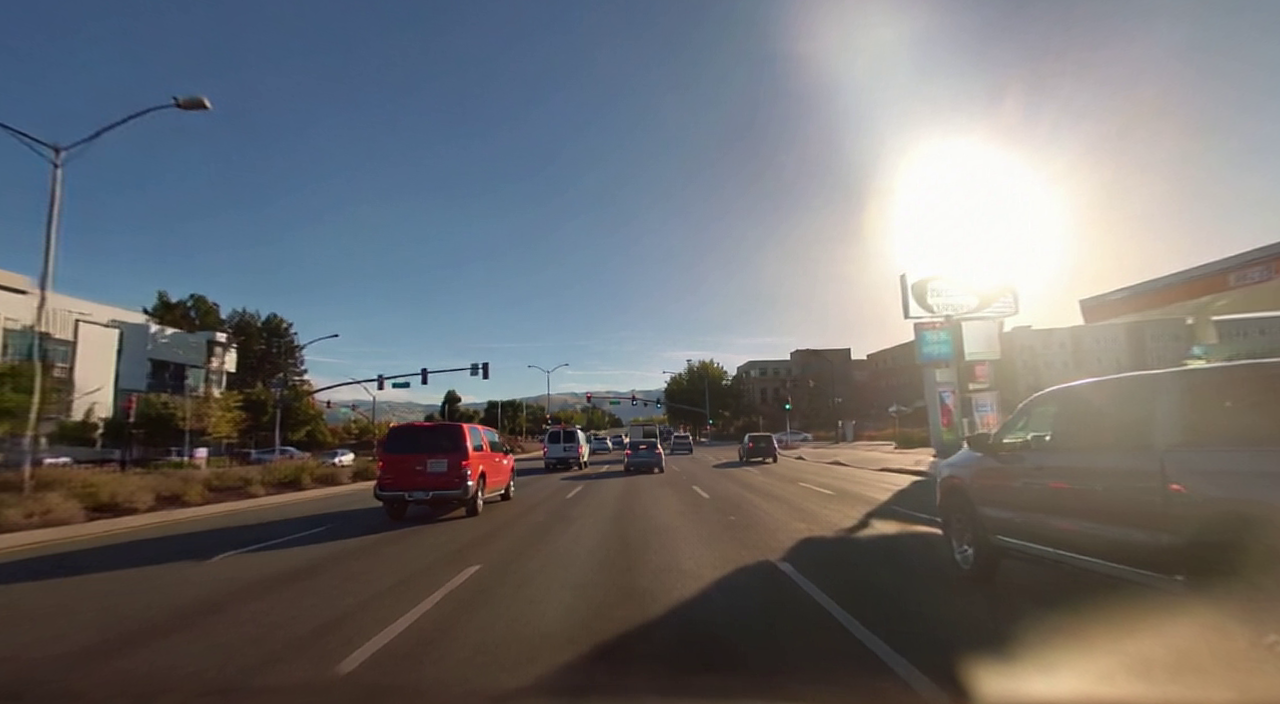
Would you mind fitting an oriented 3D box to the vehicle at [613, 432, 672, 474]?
[{"bbox_3d":[0.083,4.571,28.771,2.426,1.703,5.602,0,-8,0],"label":"vehicle"}]

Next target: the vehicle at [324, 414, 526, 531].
[{"bbox_3d":[-3.697,2.174,12.037,2.002,1.747,5.173,0,-8,0],"label":"vehicle"}]

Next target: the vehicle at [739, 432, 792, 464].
[{"bbox_3d":[7.137,5.501,36.208,2.119,1.696,4.623,0,-8,0],"label":"vehicle"}]

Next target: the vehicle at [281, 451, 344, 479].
[{"bbox_3d":[-20.714,7.152,39.970,2.324,1.551,4.965,2,-8,-13],"label":"vehicle"}]

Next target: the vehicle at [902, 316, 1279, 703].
[{"bbox_3d":[3.738,0.937,3.971,2.055,1.786,4.817,0,-8,0],"label":"vehicle"}]

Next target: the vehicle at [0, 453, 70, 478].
[{"bbox_3d":[-46.668,8.550,47.496,4.918,1.754,2.120,0,-8,0],"label":"vehicle"}]

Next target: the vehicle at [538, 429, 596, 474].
[{"bbox_3d":[-3.314,4.631,29.524,2.025,1.936,4.995,0,-8,1],"label":"vehicle"}]
